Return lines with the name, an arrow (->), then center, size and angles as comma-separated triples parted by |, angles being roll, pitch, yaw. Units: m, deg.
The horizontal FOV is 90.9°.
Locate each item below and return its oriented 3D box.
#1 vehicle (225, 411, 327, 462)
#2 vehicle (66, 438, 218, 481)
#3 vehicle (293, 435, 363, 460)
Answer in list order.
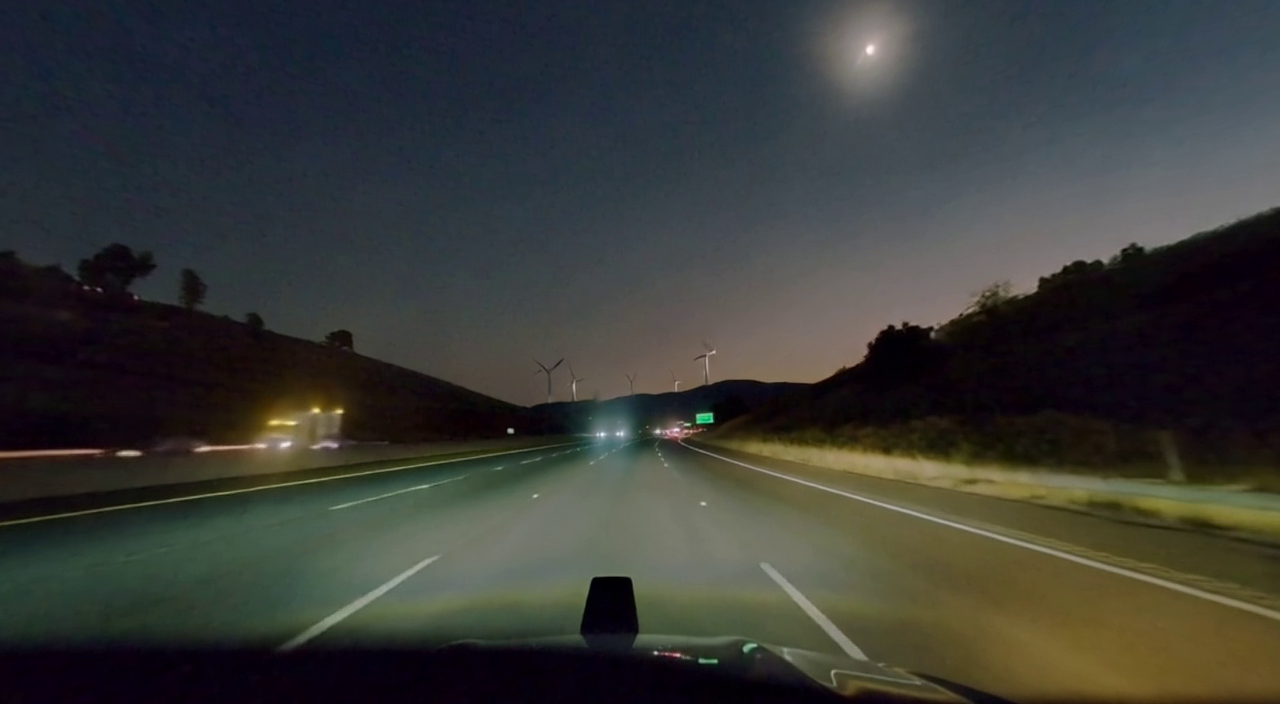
vehicle -> -22.957, 5.382, 40.149 | 2.568, 2.988, 6.326 | 0, -8, 1
vehicle -> -19.485, 4.193, 24.995 | 2.037, 1.497, 4.828 | 0, -8, 1
vehicle -> -19.367, 5.920, 39.335 | 2.137, 1.475, 4.218 | 0, -8, 1
